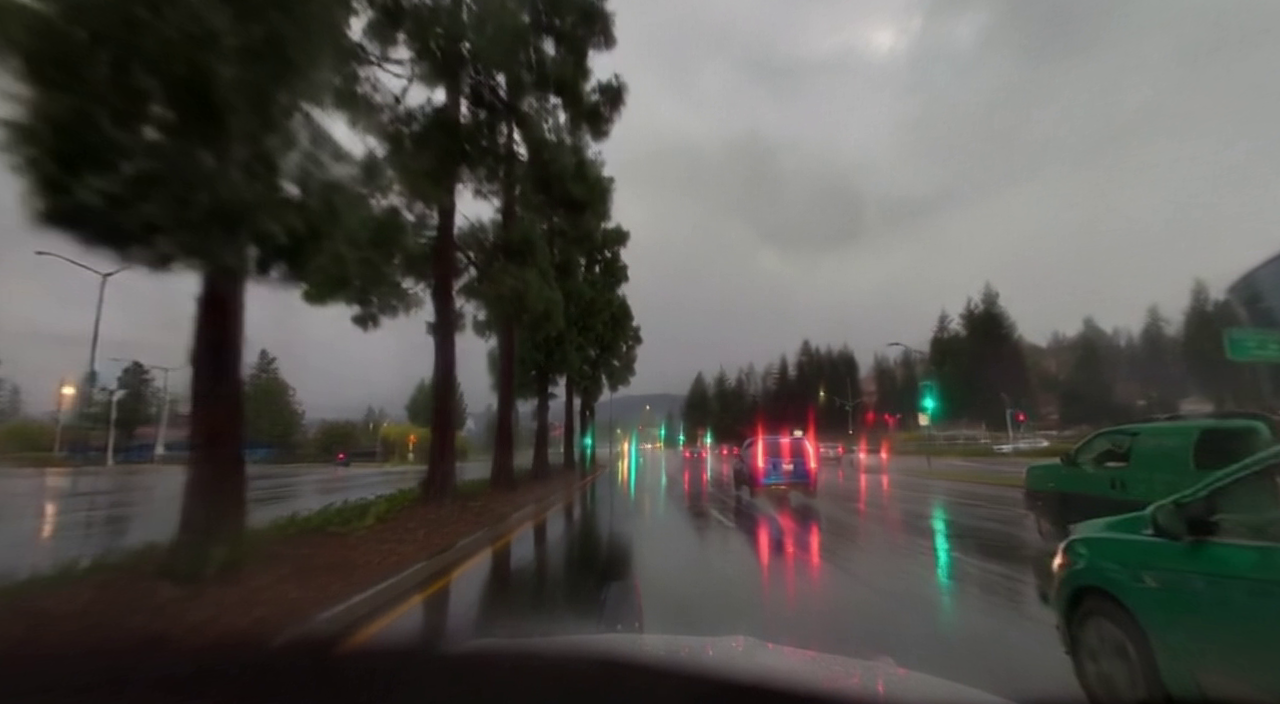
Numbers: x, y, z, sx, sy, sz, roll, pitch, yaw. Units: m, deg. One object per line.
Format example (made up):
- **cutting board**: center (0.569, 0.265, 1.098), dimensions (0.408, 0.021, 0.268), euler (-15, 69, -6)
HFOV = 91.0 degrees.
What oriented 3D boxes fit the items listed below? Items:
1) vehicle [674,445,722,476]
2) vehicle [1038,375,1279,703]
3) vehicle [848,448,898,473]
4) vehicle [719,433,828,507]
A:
- **vehicle**: center (2.911, 5.538, 32.418), dimensions (1.980, 1.484, 4.093), euler (0, -8, -1)
- **vehicle**: center (3.173, 0.675, 0.900), dimensions (1.932, 1.547, 4.992), euler (0, -8, 0)
- **vehicle**: center (15.624, 7.273, 42.407), dimensions (1.815, 1.493, 4.135), euler (0, -8, 0)
- **vehicle**: center (3.365, 3.049, 16.763), dimensions (2.075, 1.698, 4.142), euler (0, -8, 1)
